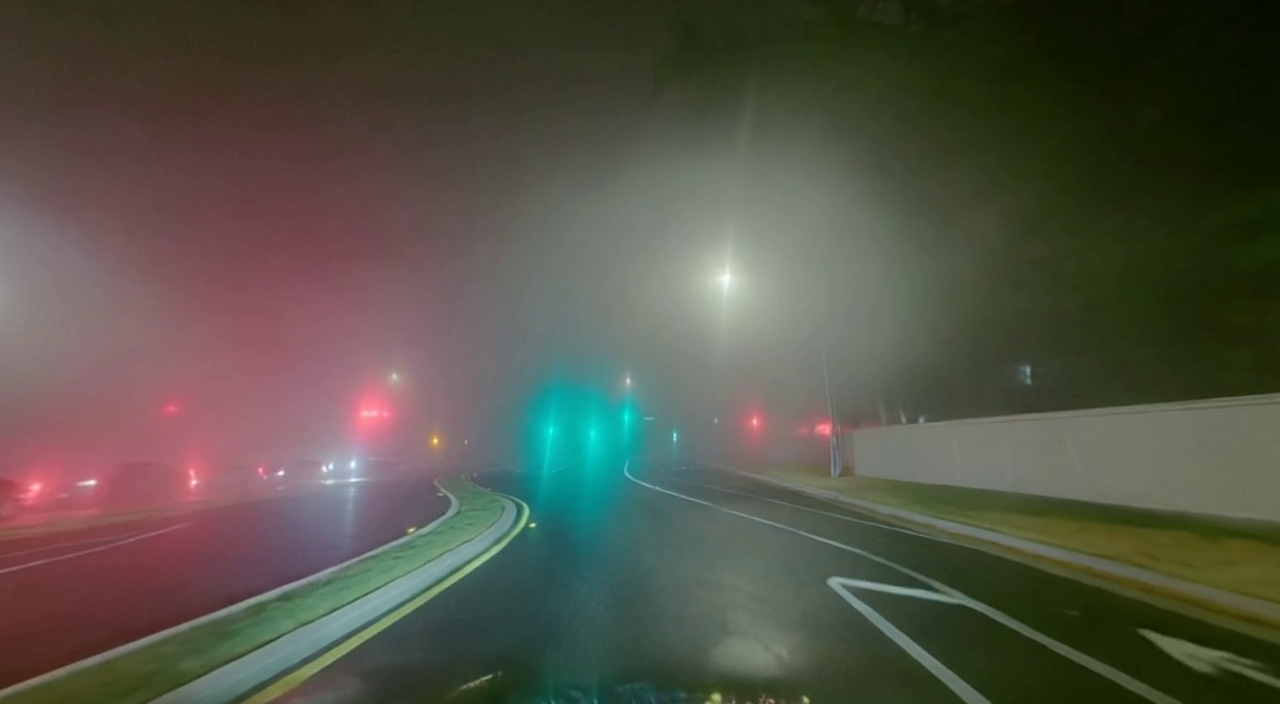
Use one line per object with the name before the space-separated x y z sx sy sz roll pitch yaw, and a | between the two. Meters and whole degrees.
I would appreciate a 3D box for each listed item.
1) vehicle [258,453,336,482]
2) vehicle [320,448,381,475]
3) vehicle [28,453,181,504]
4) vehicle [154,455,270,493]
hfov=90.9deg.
vehicle | -20.992 7.057 38.859 1.883 1.506 4.863 1 -8 2
vehicle | -20.956 7.917 45.878 2.148 1.856 4.632 0 -8 2
vehicle | -21.454 5.034 25.589 1.974 1.704 4.628 1 -8 2
vehicle | -21.207 6.041 31.593 1.954 1.575 5.225 0 -8 3
